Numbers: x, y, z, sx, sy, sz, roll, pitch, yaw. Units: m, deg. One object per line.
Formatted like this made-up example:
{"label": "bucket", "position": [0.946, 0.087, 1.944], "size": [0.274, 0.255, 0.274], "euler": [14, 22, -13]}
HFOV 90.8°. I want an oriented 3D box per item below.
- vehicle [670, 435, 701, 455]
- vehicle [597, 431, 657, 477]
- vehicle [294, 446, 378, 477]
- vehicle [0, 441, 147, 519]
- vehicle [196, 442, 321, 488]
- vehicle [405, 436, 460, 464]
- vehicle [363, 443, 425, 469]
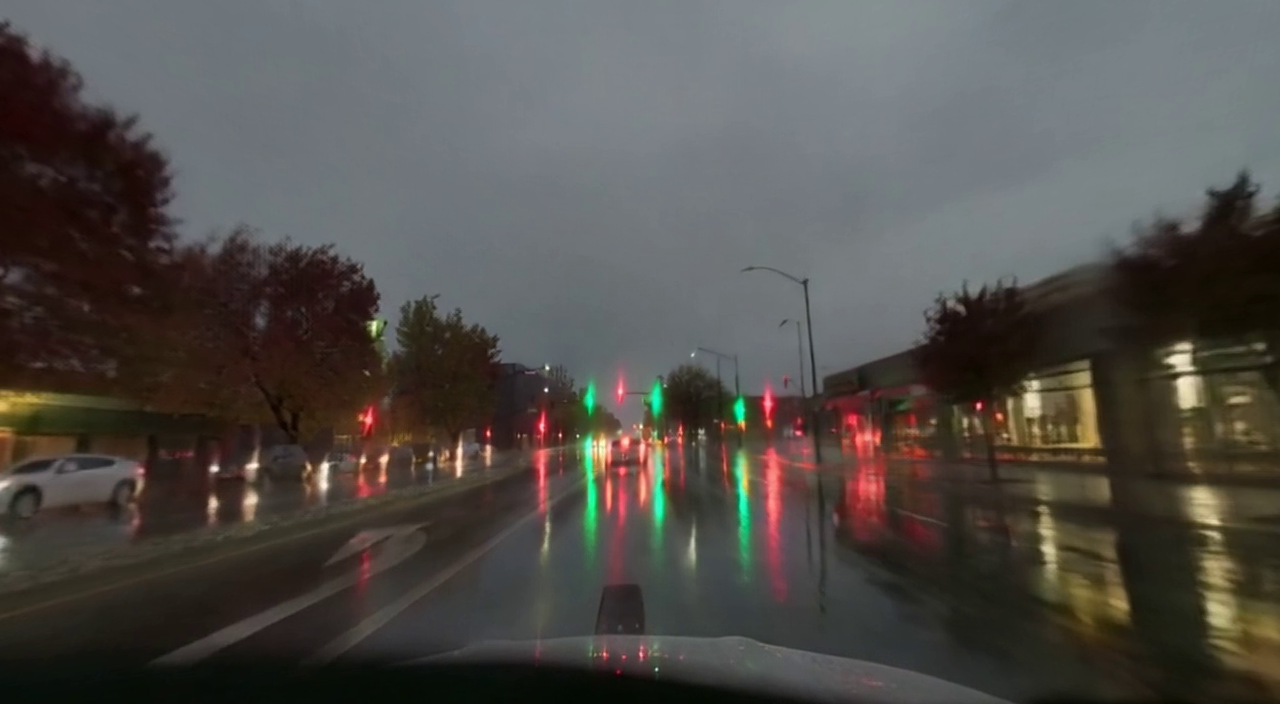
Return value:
{"label": "vehicle", "position": [3.437, 7.137, 48.492], "size": [2.122, 1.454, 4.271], "euler": [-1, -8, 1]}
{"label": "vehicle", "position": [-0.429, 3.737, 23.261], "size": [2.045, 1.510, 3.690], "euler": [-1, -8, 0]}
{"label": "vehicle", "position": [-15.723, 5.676, 33.021], "size": [1.931, 1.455, 5.023], "euler": [-1, -9, 0]}
{"label": "vehicle", "position": [-15.626, 3.275, 16.481], "size": [1.981, 1.755, 4.113], "euler": [-1, -9, 3]}
{"label": "vehicle", "position": [-15.631, 4.626, 26.281], "size": [2.130, 1.692, 4.734], "euler": [-1, -9, 2]}
{"label": "vehicle", "position": [-15.511, 7.377, 47.631], "size": [2.250, 1.981, 5.861], "euler": [-1, -9, 0]}
{"label": "vehicle", "position": [-15.688, 6.661, 40.610], "size": [2.131, 1.560, 4.563], "euler": [-1, -9, 1]}
